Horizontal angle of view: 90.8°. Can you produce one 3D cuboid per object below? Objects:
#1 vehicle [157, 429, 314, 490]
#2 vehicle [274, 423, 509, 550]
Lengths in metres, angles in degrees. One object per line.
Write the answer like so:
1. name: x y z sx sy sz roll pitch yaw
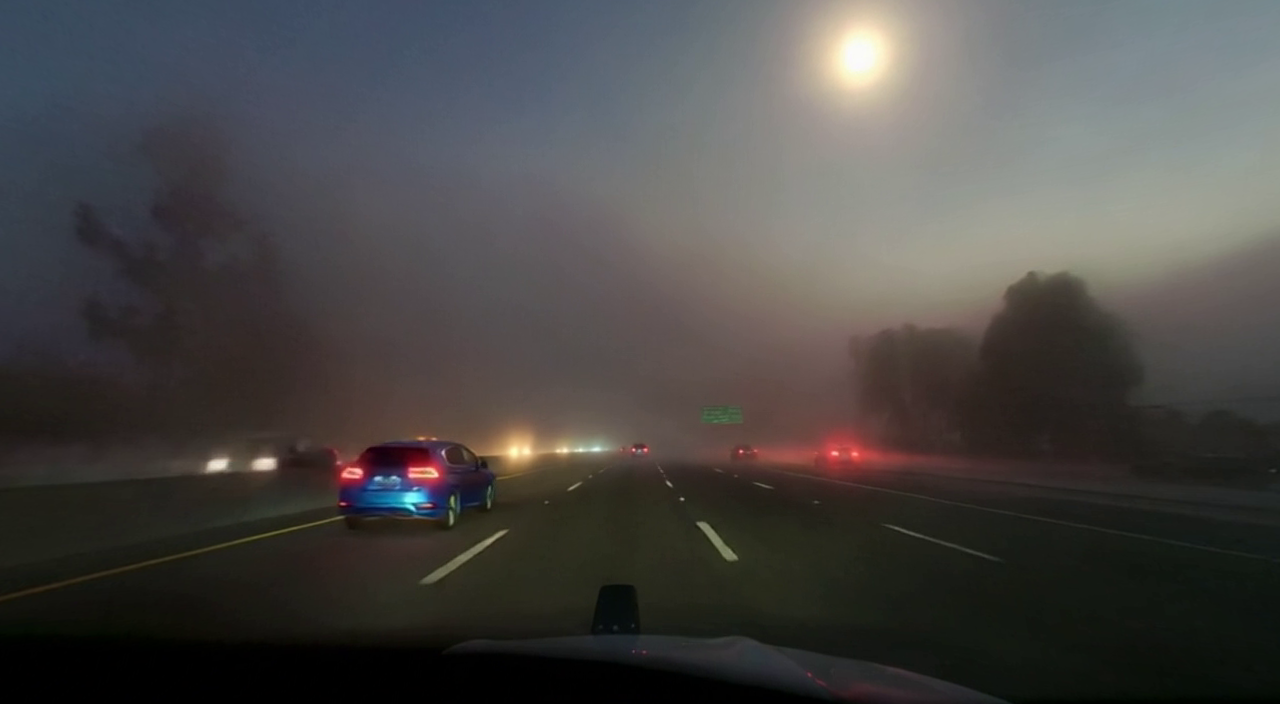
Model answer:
1. vehicle: -13.647 3.665 21.805 2.244 1.862 4.774 0 -8 0
2. vehicle: -3.679 2.070 10.480 1.996 1.617 4.637 0 -8 0
